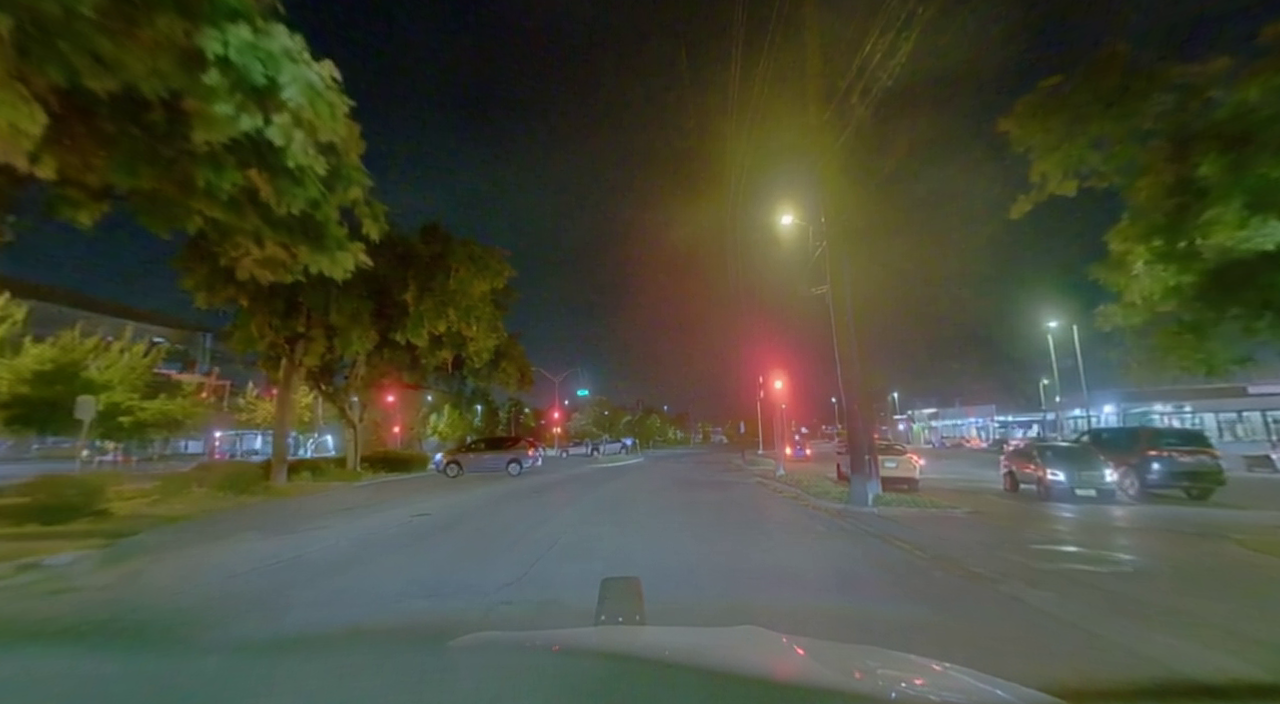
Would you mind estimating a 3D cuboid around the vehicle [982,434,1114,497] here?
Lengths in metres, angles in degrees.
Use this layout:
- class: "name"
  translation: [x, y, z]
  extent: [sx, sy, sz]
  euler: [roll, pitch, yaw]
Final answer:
- class: "vehicle"
  translation: [11.726, 3.249, 18.556]
  extent: [2.031, 1.592, 4.470]
  euler: [-3, -9, 17]

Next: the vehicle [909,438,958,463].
- class: "vehicle"
  translation: [17.079, 5.718, 36.875]
  extent: [1.936, 1.391, 3.874]
  euler: [-2, -9, 16]

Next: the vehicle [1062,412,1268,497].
- class: "vehicle"
  translation: [14.055, 2.799, 17.525]
  extent: [2.265, 1.919, 5.745]
  euler: [-4, -9, 18]

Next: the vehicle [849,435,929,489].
- class: "vehicle"
  translation: [7.628, 3.364, 19.729]
  extent: [1.867, 1.479, 4.452]
  euler: [-3, -9, 16]

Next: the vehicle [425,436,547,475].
- class: "vehicle"
  translation: [-6.093, 4.123, 25.277]
  extent: [4.376, 1.476, 1.791]
  euler: [-1, -8, 4]

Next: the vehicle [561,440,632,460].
- class: "vehicle"
  translation: [-3.226, 7.269, 46.971]
  extent: [4.792, 1.468, 2.116]
  euler: [-2, -9, 15]

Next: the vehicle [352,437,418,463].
- class: "vehicle"
  translation: [-18.826, 7.267, 46.884]
  extent: [2.082, 1.779, 4.841]
  euler: [-2, -8, 13]
